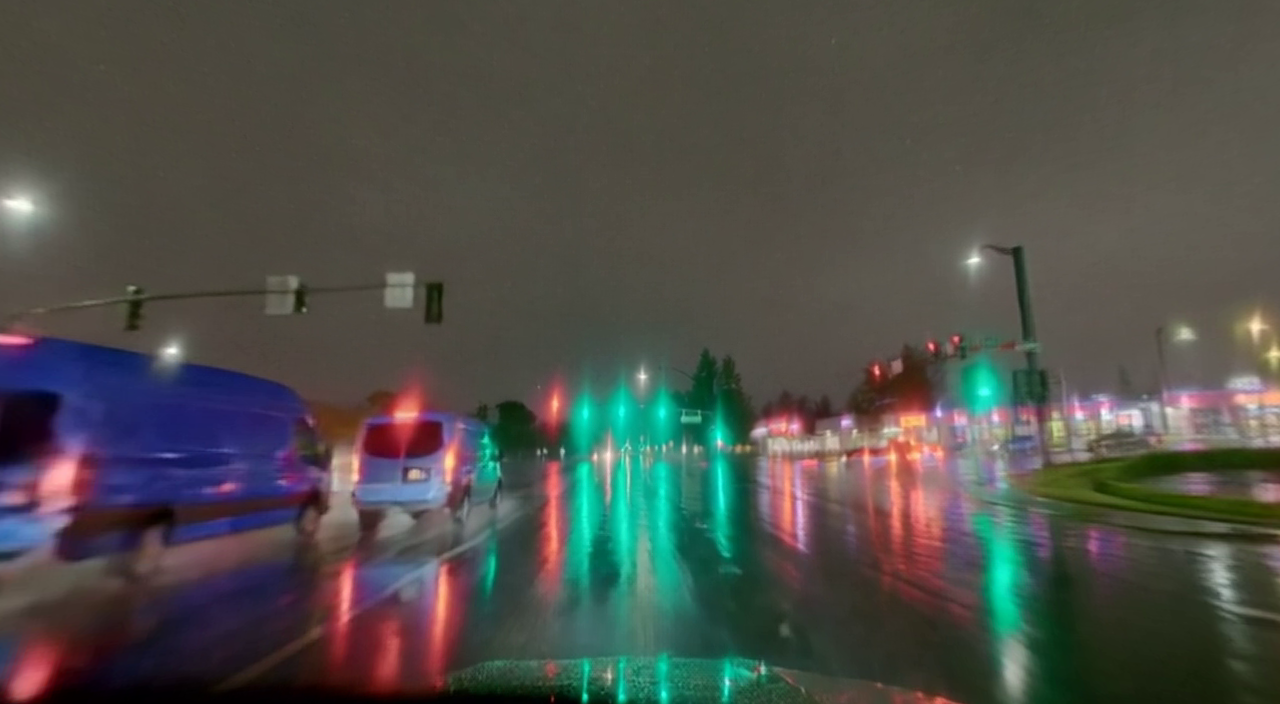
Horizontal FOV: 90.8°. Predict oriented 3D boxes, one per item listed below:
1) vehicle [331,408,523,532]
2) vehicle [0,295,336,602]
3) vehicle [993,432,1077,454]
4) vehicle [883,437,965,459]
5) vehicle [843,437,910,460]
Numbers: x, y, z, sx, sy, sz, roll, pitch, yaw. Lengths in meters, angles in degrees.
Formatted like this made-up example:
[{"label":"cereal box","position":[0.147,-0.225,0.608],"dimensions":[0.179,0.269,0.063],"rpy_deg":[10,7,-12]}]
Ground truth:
[{"label":"vehicle","position":[-3.955,2.322,12.971],"dimensions":[2.206,2.007,5.190],"rpy_deg":[0,-9,-1]},{"label":"vehicle","position":[-6.593,1.228,8.335],"dimensions":[2.405,2.696,5.561],"rpy_deg":[0,-9,-1]},{"label":"vehicle","position":[28.581,6.636,45.784],"dimensions":[4.768,1.525,1.919],"rpy_deg":[0,-9,-1]},{"label":"vehicle","position":[19.346,6.560,43.141],"dimensions":[4.615,1.474,2.004],"rpy_deg":[0,-9,-1]},{"label":"vehicle","position":[18.454,7.536,49.447],"dimensions":[4.364,1.737,1.967],"rpy_deg":[0,-9,-1]}]
